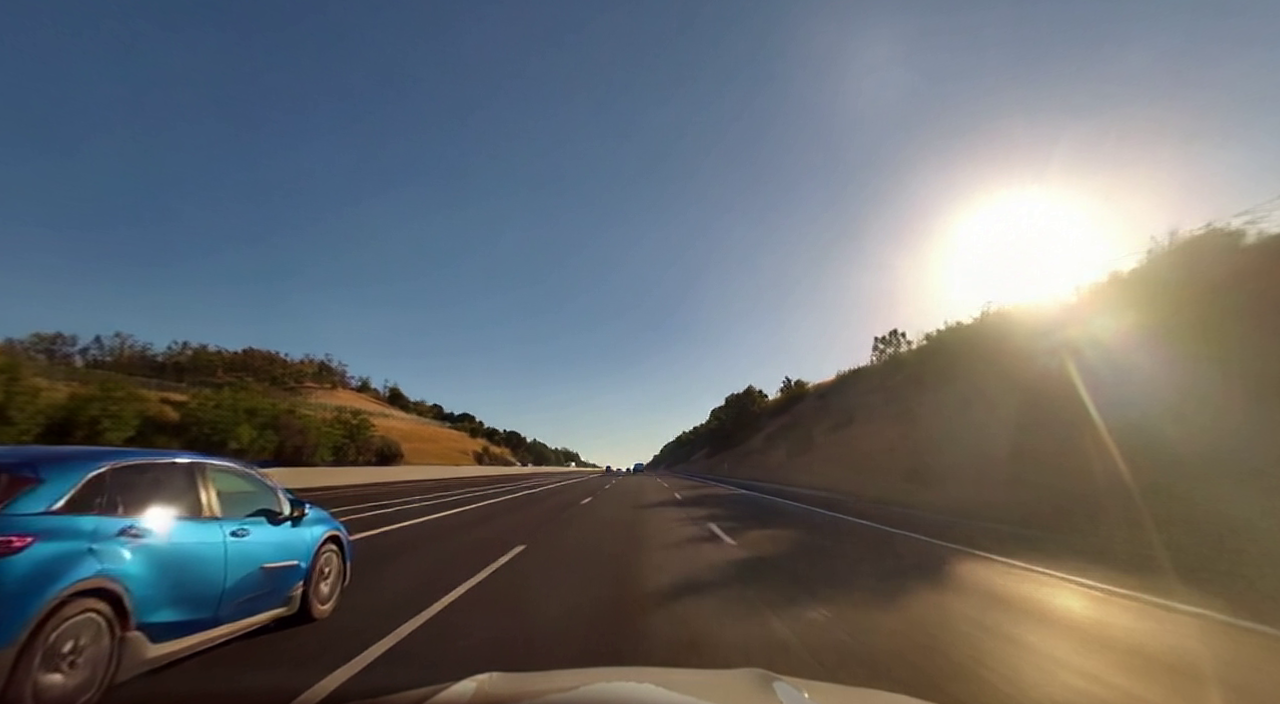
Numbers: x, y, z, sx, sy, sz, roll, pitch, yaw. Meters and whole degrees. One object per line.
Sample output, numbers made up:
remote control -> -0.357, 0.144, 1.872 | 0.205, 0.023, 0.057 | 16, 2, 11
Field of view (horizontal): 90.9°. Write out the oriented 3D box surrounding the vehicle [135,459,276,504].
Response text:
vehicle -> -16.085, 4.808, 23.681 | 2.019, 1.473, 4.559 | 1, -11, 0
